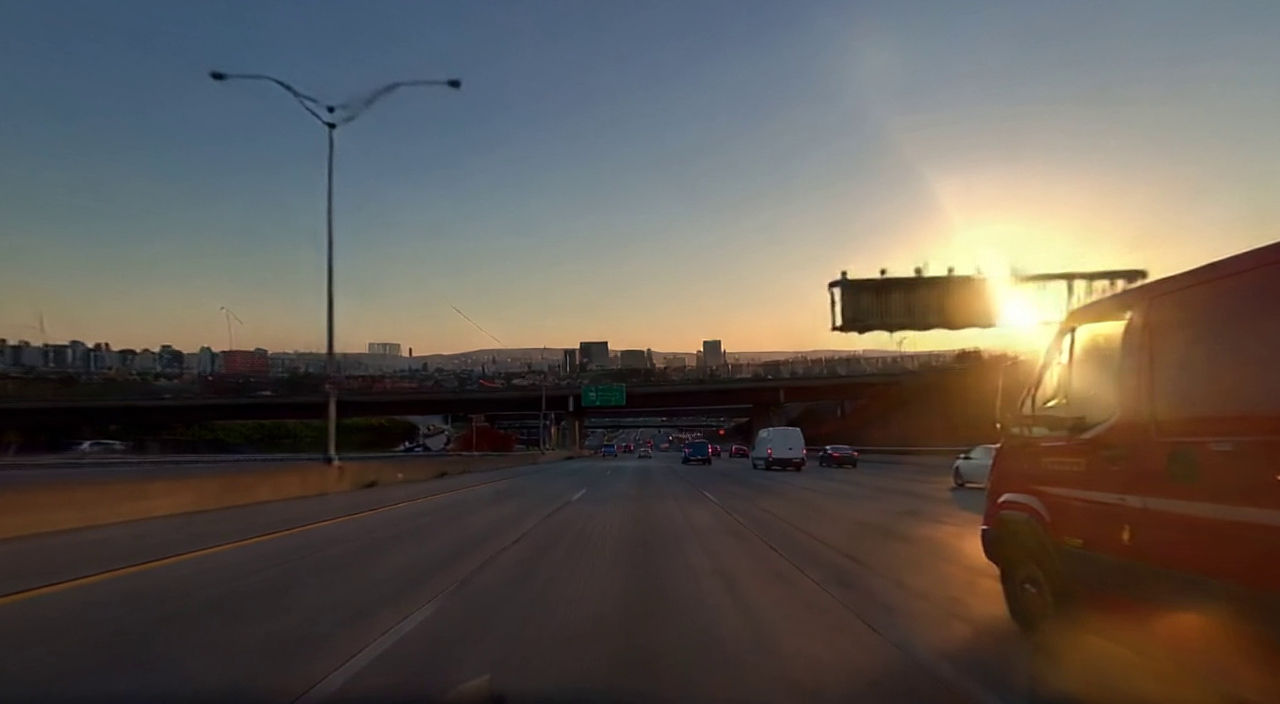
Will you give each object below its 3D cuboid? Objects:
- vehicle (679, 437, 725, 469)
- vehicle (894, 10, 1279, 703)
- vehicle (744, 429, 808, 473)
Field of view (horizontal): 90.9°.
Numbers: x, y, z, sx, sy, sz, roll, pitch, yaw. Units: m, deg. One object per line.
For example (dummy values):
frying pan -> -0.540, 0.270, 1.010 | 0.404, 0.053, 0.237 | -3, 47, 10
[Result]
vehicle -> 4.053, 6.727, 42.349 | 2.464, 1.961, 5.520 | 0, -8, -1
vehicle -> 3.321, 0.174, 1.457 | 2.436, 2.745, 7.034 | 0, -8, -1
vehicle -> 7.491, 5.522, 35.318 | 2.301, 2.203, 5.419 | 0, -8, -1
